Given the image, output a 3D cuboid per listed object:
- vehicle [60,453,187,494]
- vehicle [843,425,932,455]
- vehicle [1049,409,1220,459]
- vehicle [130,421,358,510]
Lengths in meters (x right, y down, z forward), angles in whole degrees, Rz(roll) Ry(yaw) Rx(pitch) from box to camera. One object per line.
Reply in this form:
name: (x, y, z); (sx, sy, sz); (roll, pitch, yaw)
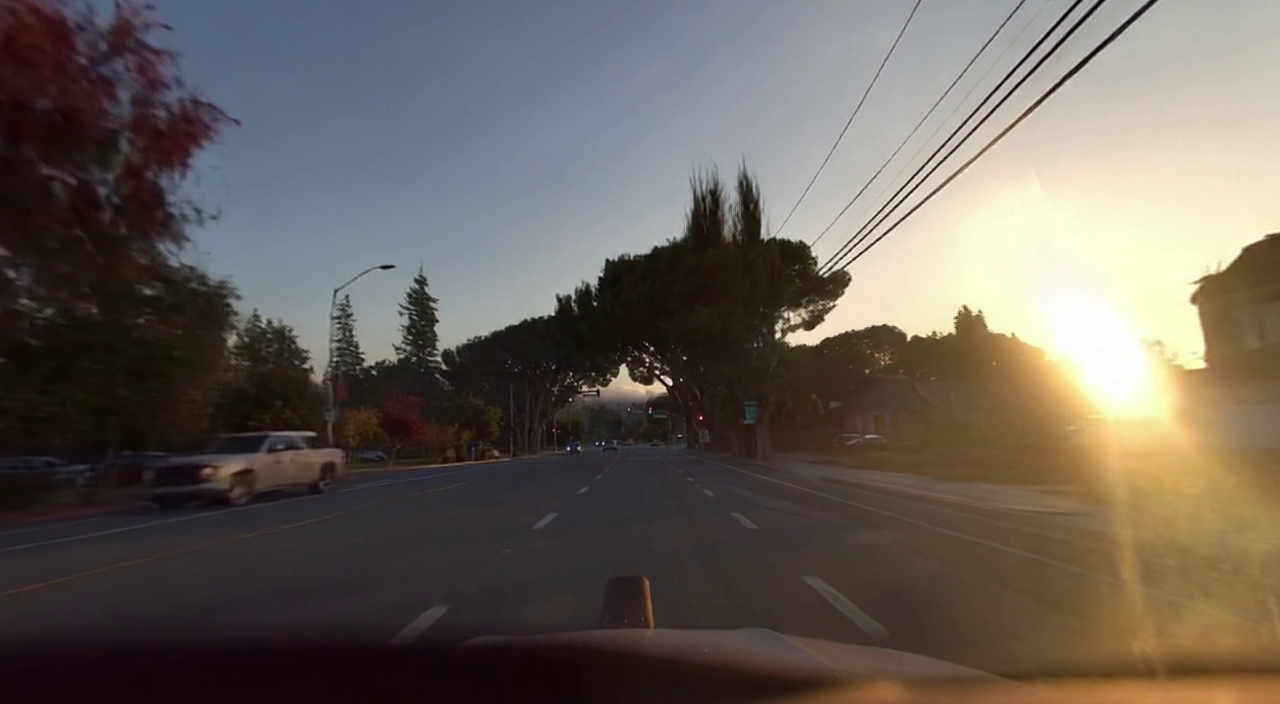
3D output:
vehicle: (-21.981, 5.145, 26.931); (3.952, 1.429, 1.772); (-4, -8, 2)
vehicle: (15.176, 5.437, 38.847); (4.625, 1.467, 1.991); (-4, -8, 2)
vehicle: (18.394, 3.081, 23.636); (4.591, 1.718, 2.107); (-1, -8, -1)
vehicle: (-10.376, 3.032, 17.364); (2.294, 1.975, 5.773); (-1, -8, 3)
